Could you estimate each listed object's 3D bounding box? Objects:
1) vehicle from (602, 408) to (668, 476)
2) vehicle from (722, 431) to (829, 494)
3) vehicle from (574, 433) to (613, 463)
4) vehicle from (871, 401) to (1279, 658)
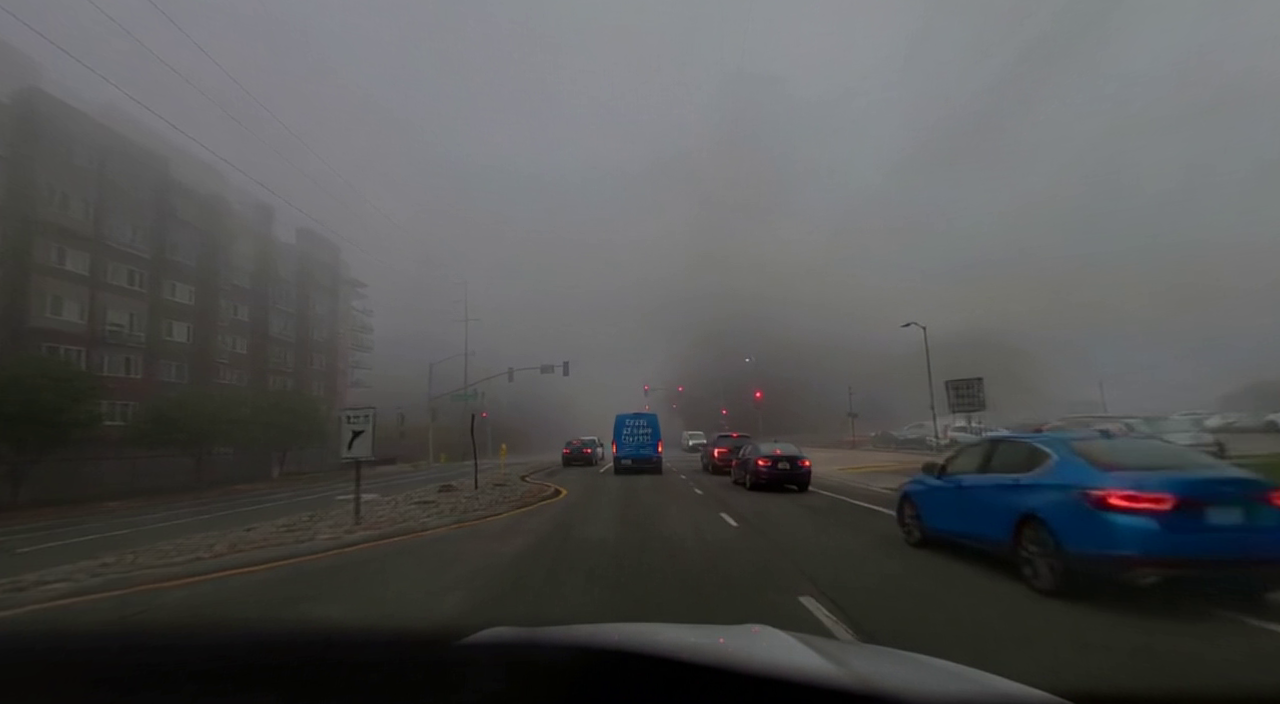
[{"bbox_3d":[-0.097,3.686,25.707,2.422,2.488,4.992,0,-8,2],"label":"vehicle"},{"bbox_3d":[3.554,2.991,17.417,1.951,1.483,4.582,0,-8,0],"label":"vehicle"},{"bbox_3d":[-2.828,5.987,39.424,2.203,1.786,4.249,0,-8,-1],"label":"vehicle"},{"bbox_3d":[4.174,1.411,6.251,1.967,1.506,4.968,0,-8,1],"label":"vehicle"}]
